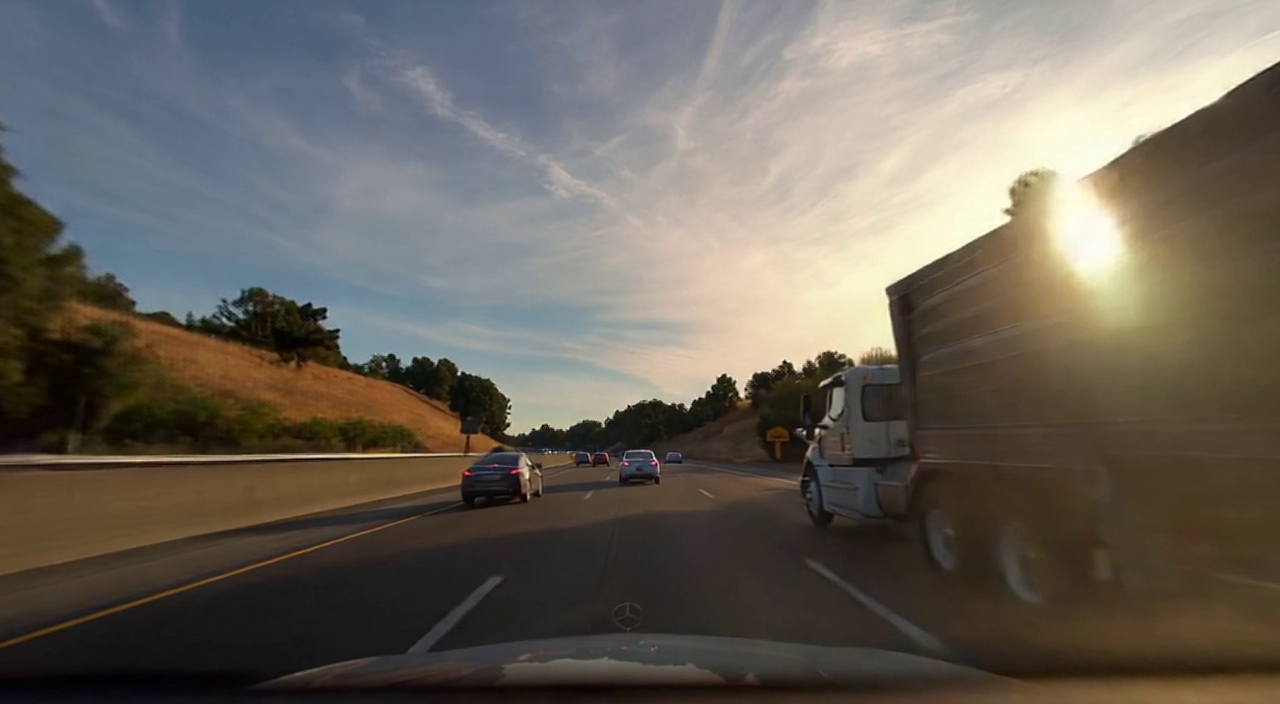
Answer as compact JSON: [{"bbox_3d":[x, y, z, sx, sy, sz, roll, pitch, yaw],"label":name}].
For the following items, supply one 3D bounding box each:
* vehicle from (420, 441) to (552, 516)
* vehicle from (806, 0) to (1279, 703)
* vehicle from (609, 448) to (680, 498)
[{"bbox_3d":[-3.604,3.056,15.725,2.153,1.581,4.375,0,-9,0],"label":"vehicle"},{"bbox_3d":[4.463,-0.103,3.846,2.905,4.109,14.332,0,-9,0],"label":"vehicle"},{"bbox_3d":[0.088,3.781,20.036,2.023,1.400,4.028,0,-9,-1],"label":"vehicle"}]
